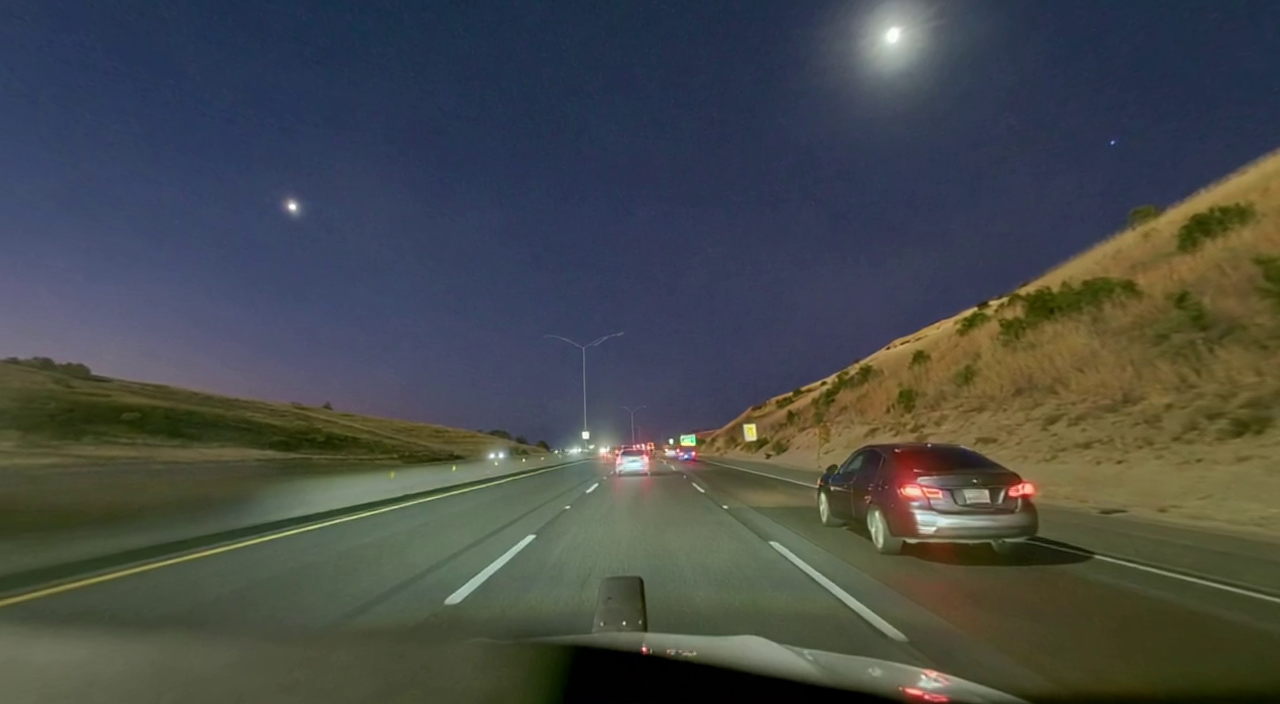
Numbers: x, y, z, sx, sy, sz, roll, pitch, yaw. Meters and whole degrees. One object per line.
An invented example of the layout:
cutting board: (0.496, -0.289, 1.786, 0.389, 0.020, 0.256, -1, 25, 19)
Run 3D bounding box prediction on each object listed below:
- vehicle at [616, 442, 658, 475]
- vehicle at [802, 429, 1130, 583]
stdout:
vehicle: (-0.089, 5.396, 32.259, 1.986, 1.576, 4.312, 0, -8, 1)
vehicle: (3.795, 1.839, 8.479, 2.020, 1.500, 4.416, 0, -8, 0)
